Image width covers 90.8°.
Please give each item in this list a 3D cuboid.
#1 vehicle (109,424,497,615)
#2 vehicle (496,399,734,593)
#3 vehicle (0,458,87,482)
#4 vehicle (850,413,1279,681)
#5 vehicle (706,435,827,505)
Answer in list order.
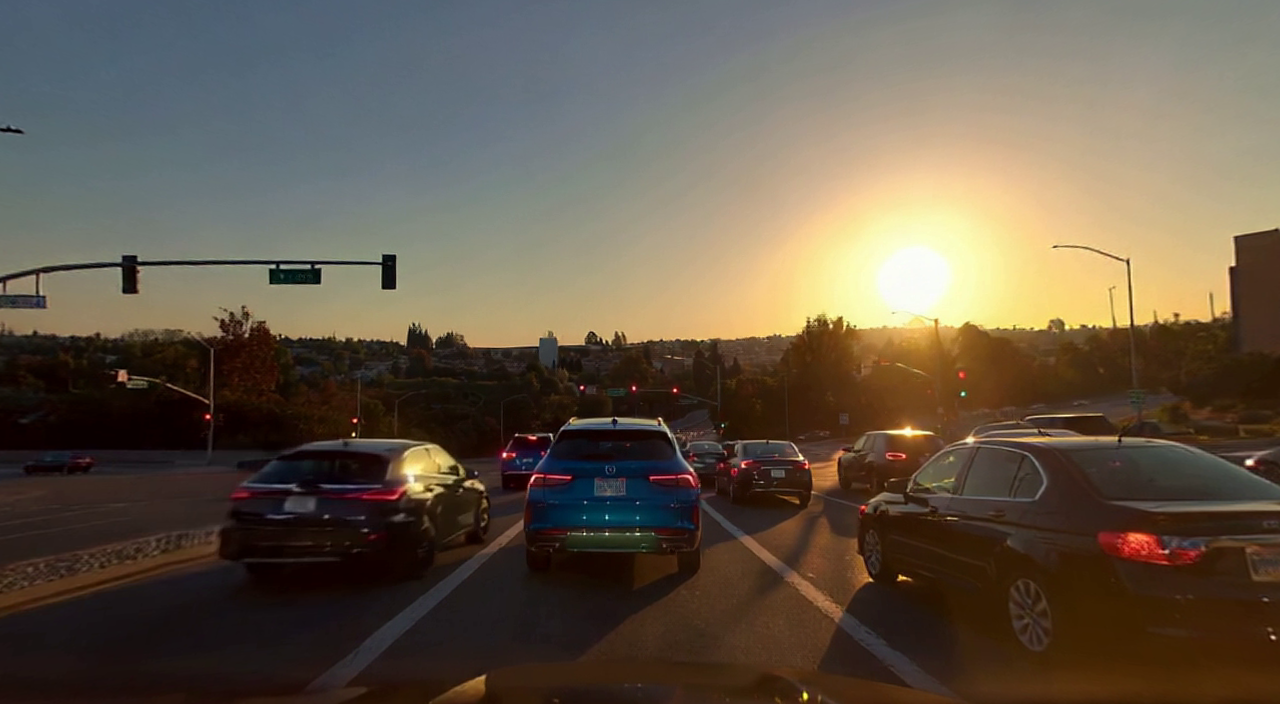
[{"bbox_3d":[-3.174,1.658,7.231,2.077,1.493,4.281,0,-9,0],"label":"vehicle"},{"bbox_3d":[-0.279,1.560,7.629,2.101,1.707,3.904,0,-8,-2],"label":"vehicle"},{"bbox_3d":[-39.358,7.700,41.314,4.369,1.466,1.791,1,-9,-9],"label":"vehicle"},{"bbox_3d":[3.611,1.395,5.696,1.861,1.478,4.185,0,-8,-2],"label":"vehicle"},{"bbox_3d":[2.972,2.859,15.779,1.950,1.506,4.086,0,-8,-3],"label":"vehicle"}]
